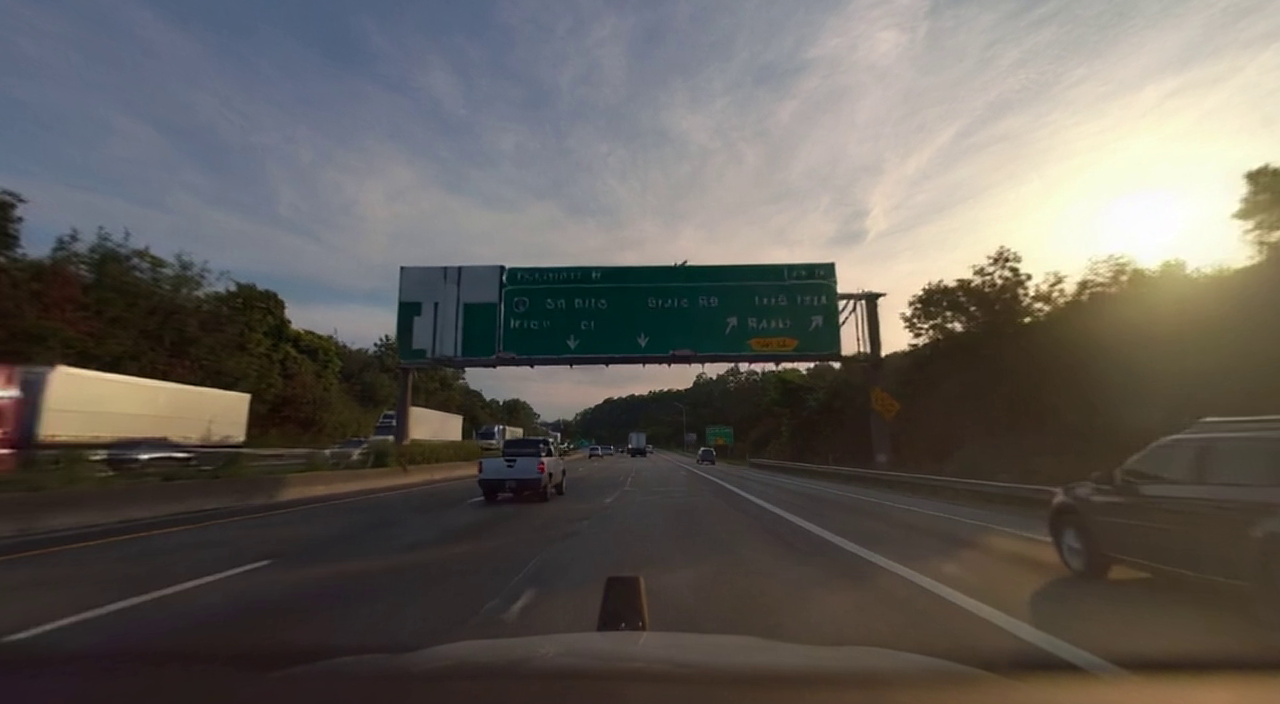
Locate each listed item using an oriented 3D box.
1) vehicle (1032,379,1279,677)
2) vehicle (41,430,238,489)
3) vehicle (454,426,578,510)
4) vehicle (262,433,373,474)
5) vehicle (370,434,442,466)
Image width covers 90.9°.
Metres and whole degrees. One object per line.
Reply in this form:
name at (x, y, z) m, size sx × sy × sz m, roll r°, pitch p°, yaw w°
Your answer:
vehicle at (4.797, 1.048, 3.789) m, size 2.080 × 1.725 × 4.252 m, roll 0°, pitch -9°, yaw 0°
vehicle at (-13.584, 2.954, 17.534) m, size 1.951 × 1.428 × 4.206 m, roll 0°, pitch -9°, yaw 1°
vehicle at (-3.130, 3.102, 17.295) m, size 2.220 × 1.928 × 5.176 m, roll 0°, pitch -9°, yaw 1°
vehicle at (-12.797, 4.136, 25.392) m, size 1.978 × 1.433 × 4.435 m, roll 2°, pitch -10°, yaw 2°
vehicle at (-12.621, 5.390, 34.350) m, size 1.971 × 1.478 × 4.726 m, roll 3°, pitch -11°, yaw 2°
